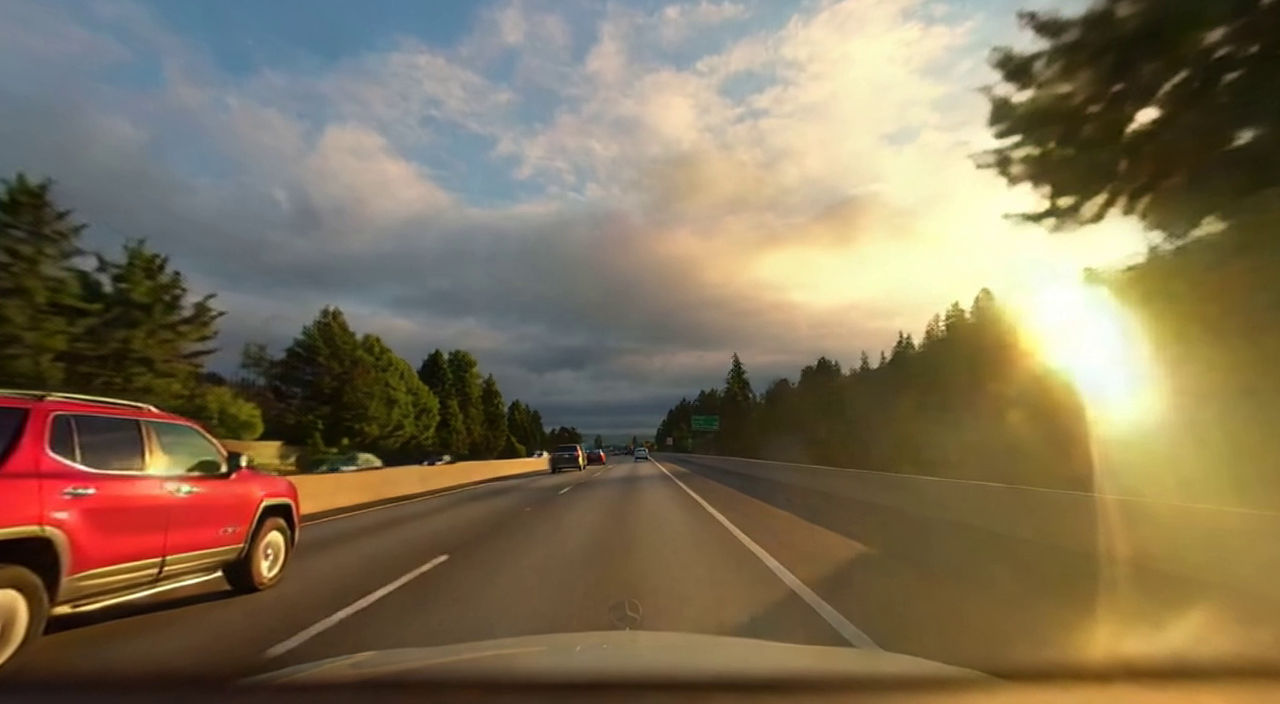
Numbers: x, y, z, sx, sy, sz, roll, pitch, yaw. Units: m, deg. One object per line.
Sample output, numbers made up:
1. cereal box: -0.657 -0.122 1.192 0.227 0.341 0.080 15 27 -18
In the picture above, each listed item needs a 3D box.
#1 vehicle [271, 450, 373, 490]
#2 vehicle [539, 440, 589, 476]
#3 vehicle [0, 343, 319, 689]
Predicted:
1. vehicle: -13.096 4.861 26.305 1.822 1.481 4.657 0 -9 0
2. vehicle: -3.973 5.653 33.777 2.056 1.811 4.202 -1 -9 1
3. vehicle: -4.675 1.095 4.628 2.102 1.941 4.703 0 -9 0
